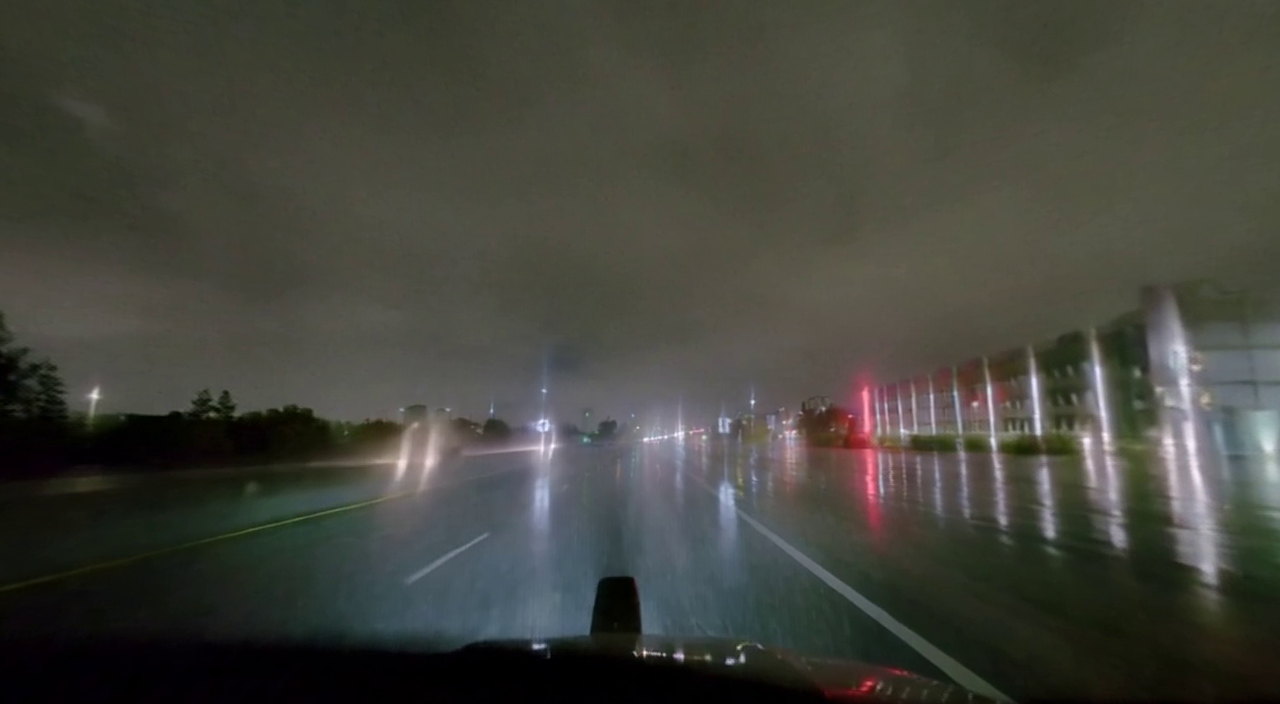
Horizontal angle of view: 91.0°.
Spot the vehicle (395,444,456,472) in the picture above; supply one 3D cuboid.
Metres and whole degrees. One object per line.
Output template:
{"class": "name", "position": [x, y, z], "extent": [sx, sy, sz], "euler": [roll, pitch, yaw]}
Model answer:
{"class": "vehicle", "position": [-12.441, 6.141, 36.850], "extent": [1.902, 1.469, 4.645], "euler": [-1, -8, 1]}
